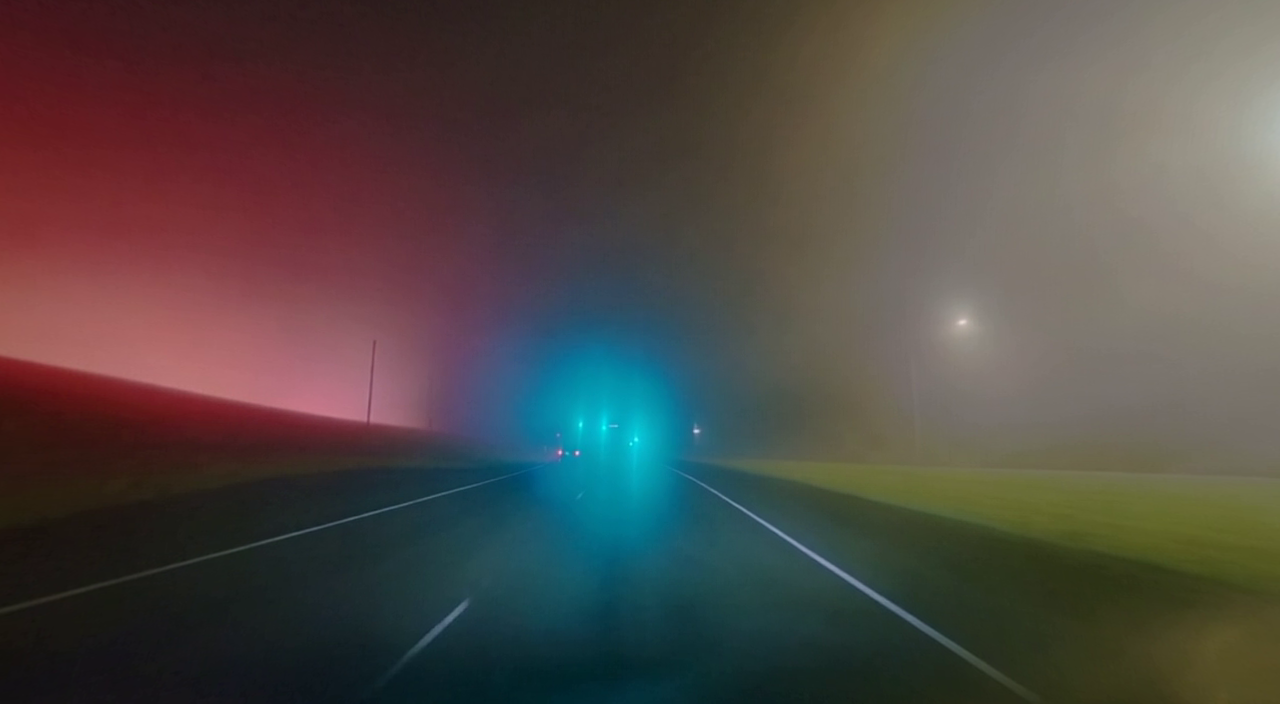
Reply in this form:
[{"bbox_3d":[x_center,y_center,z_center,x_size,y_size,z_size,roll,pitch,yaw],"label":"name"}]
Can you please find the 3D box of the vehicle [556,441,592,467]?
[{"bbox_3d":[-4.060,6.301,39.237,1.968,1.503,4.443,0,-8,-3],"label":"vehicle"}]
